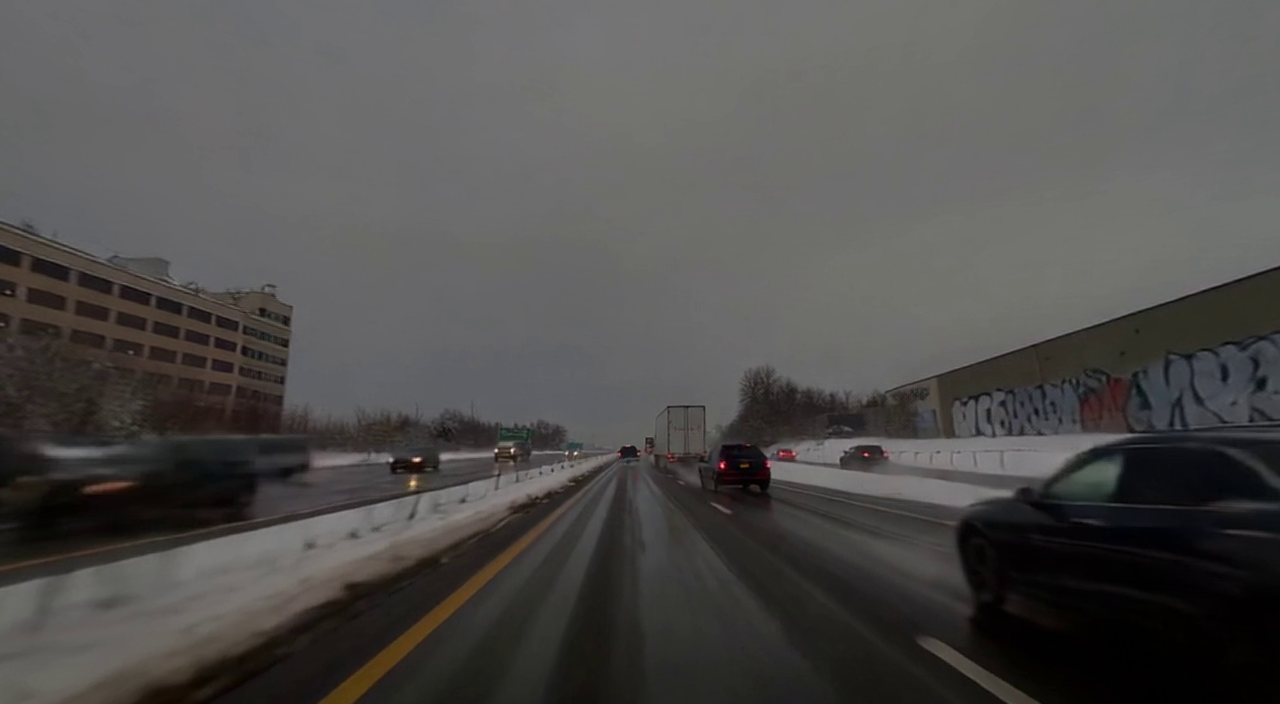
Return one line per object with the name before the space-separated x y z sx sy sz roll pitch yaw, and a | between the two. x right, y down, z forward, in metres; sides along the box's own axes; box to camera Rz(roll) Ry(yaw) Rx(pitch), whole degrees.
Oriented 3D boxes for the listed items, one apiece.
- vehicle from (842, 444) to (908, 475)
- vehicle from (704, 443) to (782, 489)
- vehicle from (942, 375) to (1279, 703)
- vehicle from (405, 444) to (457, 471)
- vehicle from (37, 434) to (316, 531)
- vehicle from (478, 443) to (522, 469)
vehicle | 13.564 6.220 36.455 2.107 1.648 4.324 0 -9 0
vehicle | 3.834 4.326 24.155 2.085 1.588 4.436 0 -9 -2
vehicle | 3.700 0.974 3.075 2.045 1.605 4.674 0 -9 -1
vehicle | -12.874 6.502 38.897 1.856 1.548 4.007 0 -9 0
vehicle | -8.334 2.363 11.961 1.895 1.483 4.494 0 -9 0
vehicle | -9.006 6.731 40.635 1.933 1.553 4.112 0 -9 -1
